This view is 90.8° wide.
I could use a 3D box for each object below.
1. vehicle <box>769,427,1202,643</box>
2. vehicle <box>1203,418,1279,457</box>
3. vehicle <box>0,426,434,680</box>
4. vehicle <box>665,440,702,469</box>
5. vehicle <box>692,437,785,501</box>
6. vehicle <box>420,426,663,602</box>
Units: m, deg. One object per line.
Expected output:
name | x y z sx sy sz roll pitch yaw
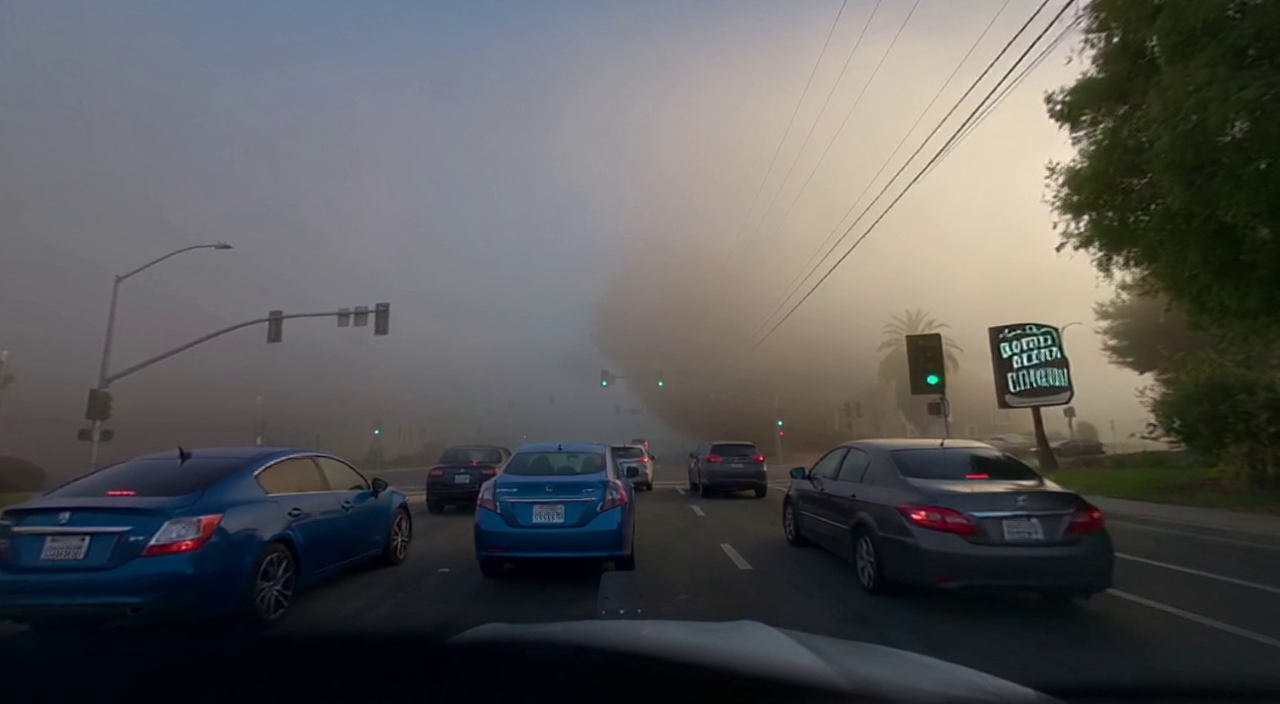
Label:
vehicle | 2.824 1.577 6.553 2.014 1.464 4.312 0 -8 0
vehicle | 28.686 3.873 28.384 4.517 1.695 1.953 -2 -9 12
vehicle | -3.688 1.520 6.018 2.058 1.474 4.473 0 -8 -2
vehicle | 2.839 6.771 41.953 2.063 1.750 4.410 0 -8 -1
vehicle | 2.709 3.324 18.395 1.956 1.615 4.205 0 -8 -1
vehicle | -0.894 1.696 7.474 2.104 1.500 3.815 0 -8 -1
